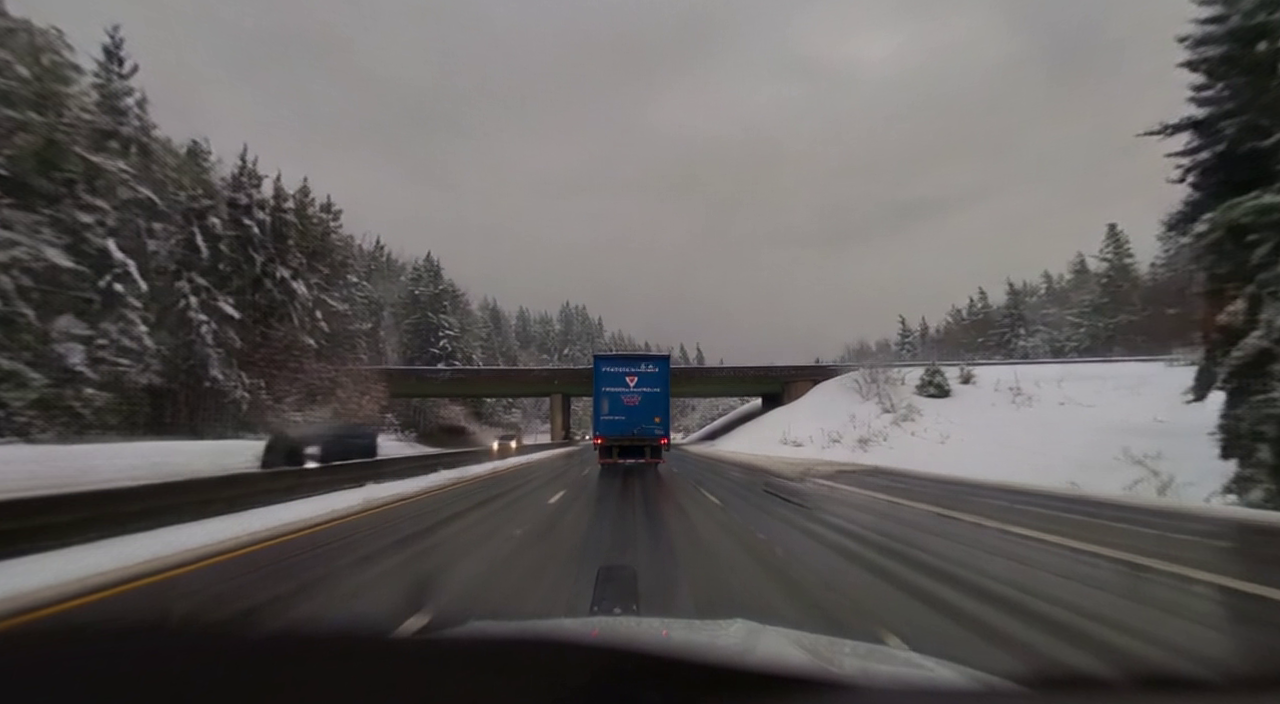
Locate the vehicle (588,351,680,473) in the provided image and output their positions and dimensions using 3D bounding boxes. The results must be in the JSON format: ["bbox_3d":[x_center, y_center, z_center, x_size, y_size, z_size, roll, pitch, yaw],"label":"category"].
[{"bbox_3d":[-0.419,2.566,25.139,2.895,3.861,10.213,0,-8,-3],"label":"vehicle"}]

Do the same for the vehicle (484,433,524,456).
[{"bbox_3d":[-9.204,6.301,42.911,1.872,1.461,3.966,-1,-8,0],"label":"vehicle"}]

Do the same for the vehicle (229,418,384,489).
[{"bbox_3d":[-8.847,2.718,17.200,2.043,1.672,4.101,0,-8,-1],"label":"vehicle"}]
